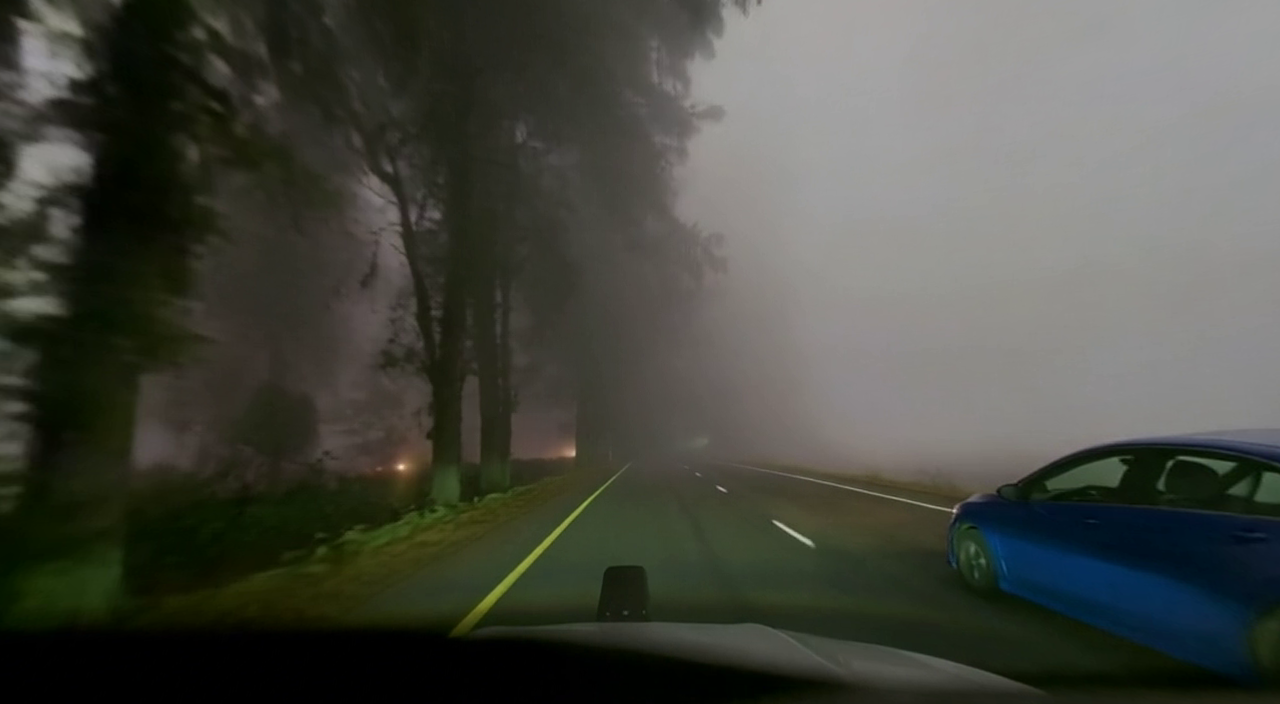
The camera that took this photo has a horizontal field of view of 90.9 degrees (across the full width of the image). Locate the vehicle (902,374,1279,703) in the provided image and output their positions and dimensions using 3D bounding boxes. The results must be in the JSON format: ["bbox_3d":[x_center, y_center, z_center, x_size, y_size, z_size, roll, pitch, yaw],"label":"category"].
[{"bbox_3d":[3.392,0.972,3.222,2.061,1.503,4.823,0,-8,0],"label":"vehicle"}]

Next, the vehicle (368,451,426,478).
[{"bbox_3d":[-15.832,7.325,41.253,1.893,1.571,4.390,-1,-8,2],"label":"vehicle"}]
